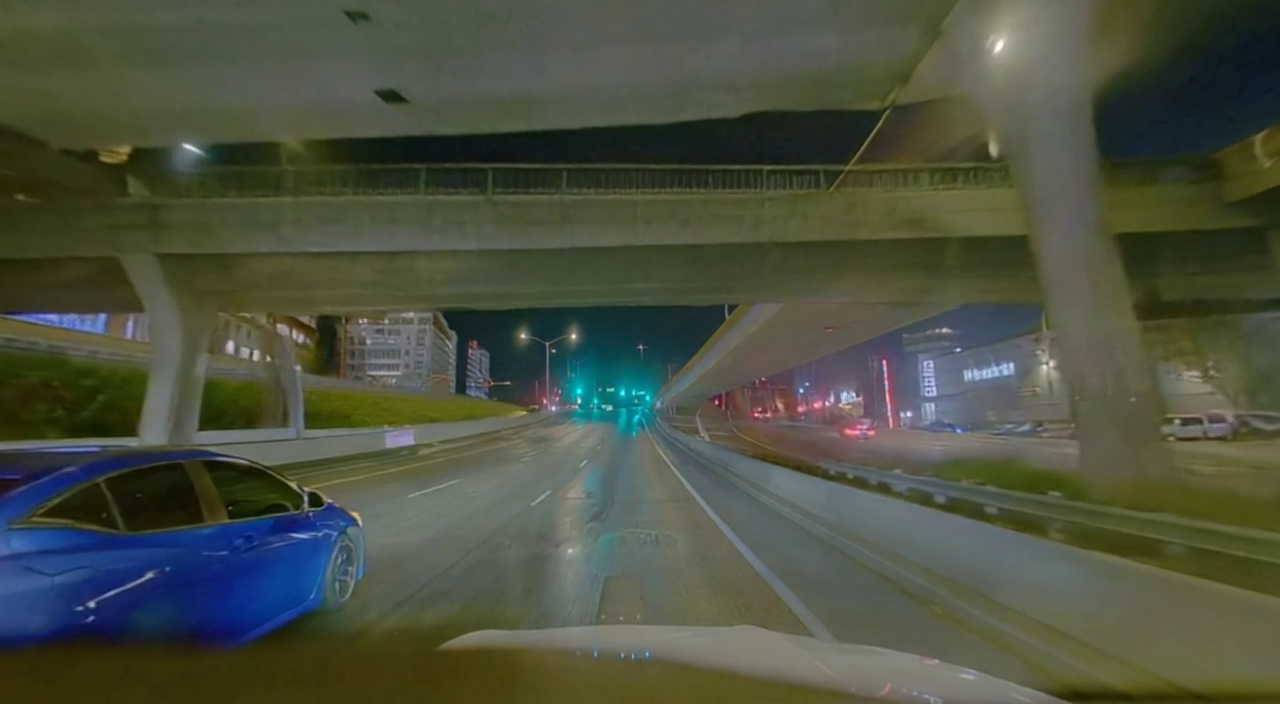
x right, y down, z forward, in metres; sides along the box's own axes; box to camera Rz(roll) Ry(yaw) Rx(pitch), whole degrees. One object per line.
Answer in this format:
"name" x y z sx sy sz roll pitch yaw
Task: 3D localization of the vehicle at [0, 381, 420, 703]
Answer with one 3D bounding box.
"vehicle" -3.158 1.108 3.876 2.041 1.470 4.290 0 -9 0
